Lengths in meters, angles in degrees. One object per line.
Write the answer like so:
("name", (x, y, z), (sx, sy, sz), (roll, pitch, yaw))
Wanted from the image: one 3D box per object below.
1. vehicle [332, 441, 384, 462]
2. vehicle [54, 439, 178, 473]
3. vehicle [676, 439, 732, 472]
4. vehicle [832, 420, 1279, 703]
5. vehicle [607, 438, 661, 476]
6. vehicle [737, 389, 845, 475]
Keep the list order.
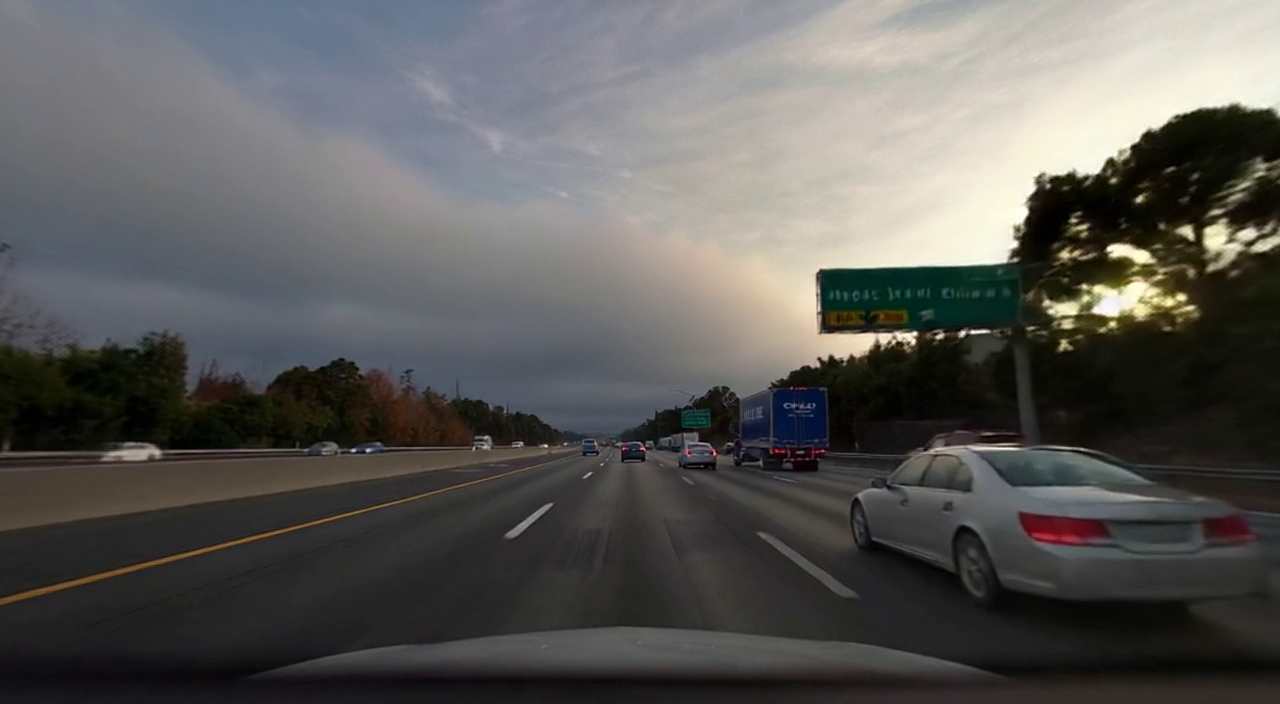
("vehicle", (-21.252, 7.481, 47.807), (1.874, 1.496, 4.682), (0, -9, -1))
("vehicle", (-24.620, 4.888, 29.950), (1.853, 1.466, 4.711), (0, -9, -1))
("vehicle", (3.029, 5.051, 31.035), (1.993, 1.504, 4.781), (0, -9, -3))
("vehicle", (3.254, 1.371, 5.213), (1.865, 1.427, 4.448), (0, -9, -1))
("vehicle", (-0.300, 4.433, 26.970), (2.098, 1.475, 3.997), (0, -9, -2))
("vehicle", (7.128, 4.054, 31.469), (2.799, 3.655, 8.627), (0, -9, -3))
